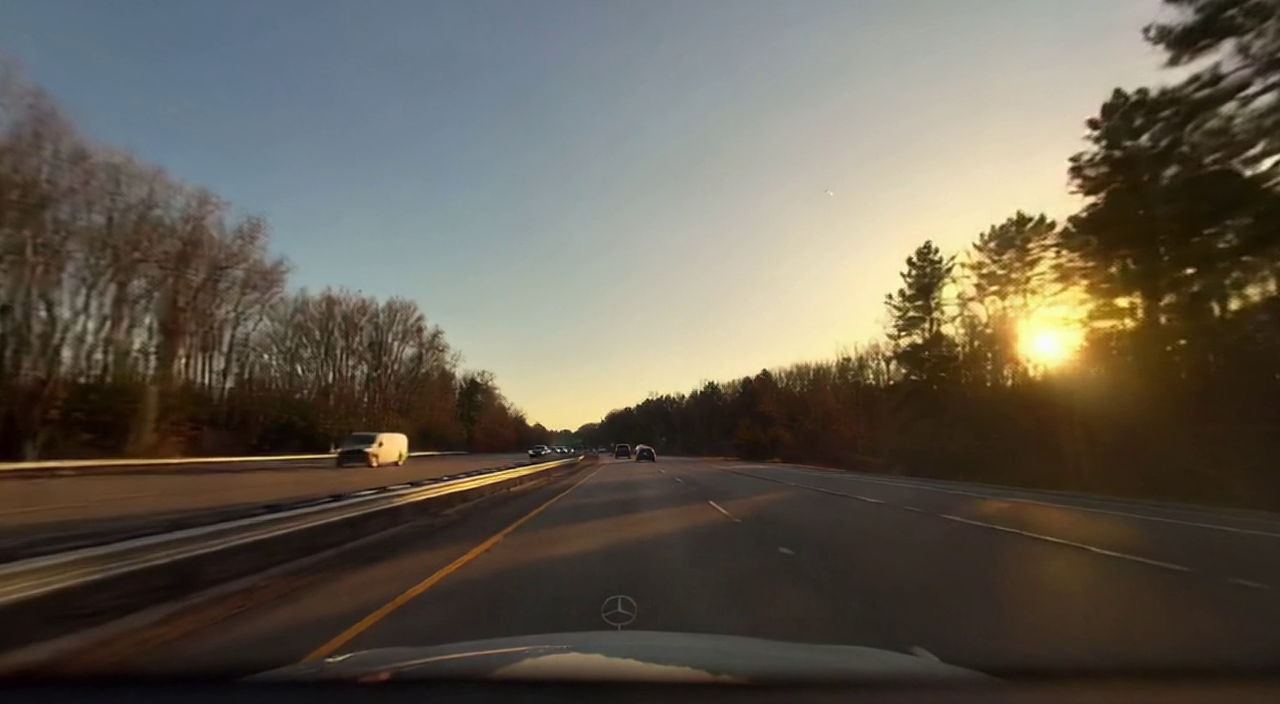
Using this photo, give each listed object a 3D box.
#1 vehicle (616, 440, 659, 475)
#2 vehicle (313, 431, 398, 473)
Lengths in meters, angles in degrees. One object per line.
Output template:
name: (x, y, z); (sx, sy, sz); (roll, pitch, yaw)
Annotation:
vehicle: (-0.194, 5.659, 33.824); (2.151, 1.693, 4.201); (0, -9, -1)
vehicle: (-13.440, 4.745, 29.971); (2.047, 1.825, 4.344); (0, -9, -1)
